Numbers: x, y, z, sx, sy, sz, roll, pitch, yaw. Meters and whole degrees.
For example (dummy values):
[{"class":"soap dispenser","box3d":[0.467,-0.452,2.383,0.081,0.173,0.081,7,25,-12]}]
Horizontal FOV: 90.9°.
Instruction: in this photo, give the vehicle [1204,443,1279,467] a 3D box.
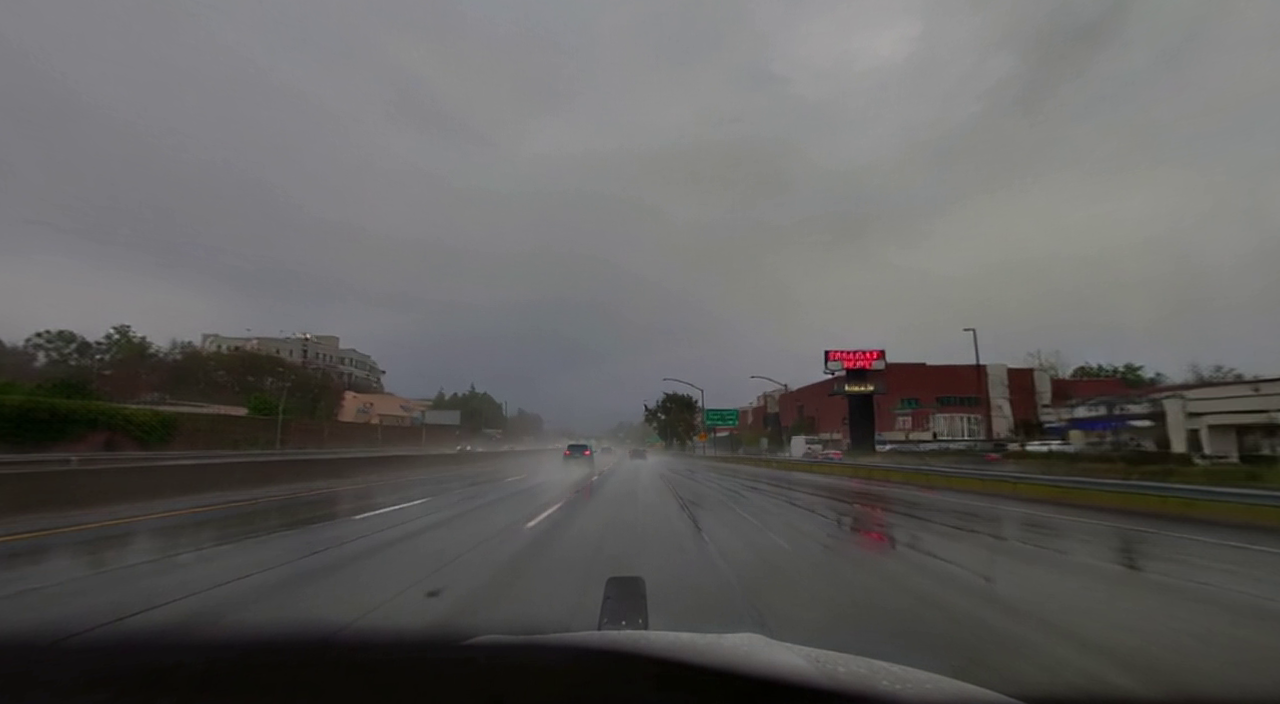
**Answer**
[{"class":"vehicle","box3d":[47.122,7.920,48.817,1.922,1.739,4.652,4,-9,-27]}]

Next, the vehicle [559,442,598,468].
[{"class":"vehicle","box3d":[-4.316,7.344,45.194,2.236,1.736,5.585,0,-8,0]}]
